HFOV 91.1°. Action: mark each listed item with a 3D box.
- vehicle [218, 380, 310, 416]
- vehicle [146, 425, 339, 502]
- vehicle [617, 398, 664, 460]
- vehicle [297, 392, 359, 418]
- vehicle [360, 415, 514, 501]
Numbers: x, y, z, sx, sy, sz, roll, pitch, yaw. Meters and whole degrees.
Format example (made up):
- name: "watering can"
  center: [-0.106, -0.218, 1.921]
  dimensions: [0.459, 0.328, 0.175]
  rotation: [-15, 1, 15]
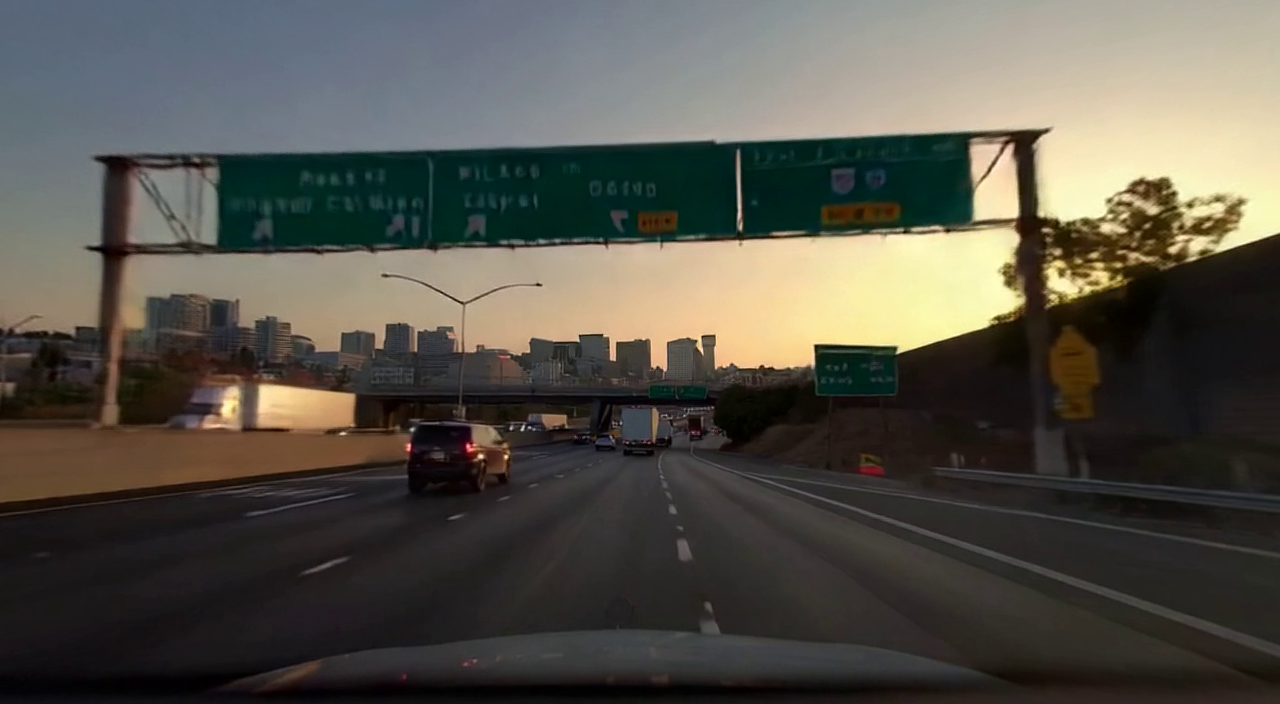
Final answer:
- name: "vehicle"
  center: [-24.001, 3.058, 40.478]
  dimensions: [2.348, 1.985, 5.488]
  rotation: [0, -8, 2]
- name: "vehicle"
  center: [-8.810, 2.470, 14.414]
  dimensions: [1.845, 1.493, 3.799]
  rotation: [0, -8, 2]
- name: "vehicle"
  center: [0.135, 5.770, 46.570]
  dimensions: [3.024, 4.019, 10.605]
  rotation: [0, -8, 1]
- name: "vehicle"
  center: [-23.708, 4.082, 48.020]
  dimensions: [1.990, 1.703, 5.121]
  rotation: [0, -8, 2]
- name: "vehicle"
  center: [-4.739, 2.536, 15.541]
  dimensions: [2.119, 1.787, 4.655]
  rotation: [0, -8, 2]
